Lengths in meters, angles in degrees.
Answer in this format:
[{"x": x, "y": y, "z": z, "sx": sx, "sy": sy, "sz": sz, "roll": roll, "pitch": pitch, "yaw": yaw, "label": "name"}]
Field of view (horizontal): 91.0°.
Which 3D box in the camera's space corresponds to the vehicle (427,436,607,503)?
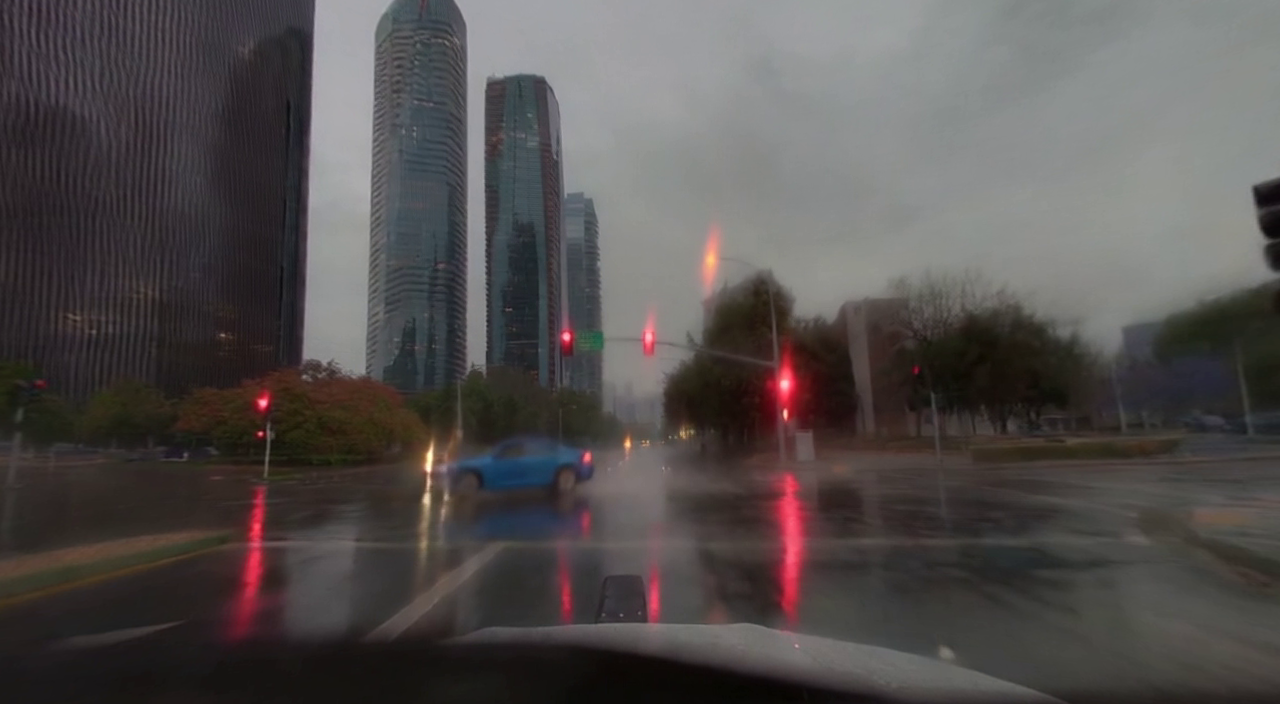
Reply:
[{"x": -3.248, "y": 3.083, "z": 16.881, "sx": 4.218, "sy": 1.572, "sz": 2.065, "roll": 5, "pitch": -10, "yaw": -31, "label": "vehicle"}]
